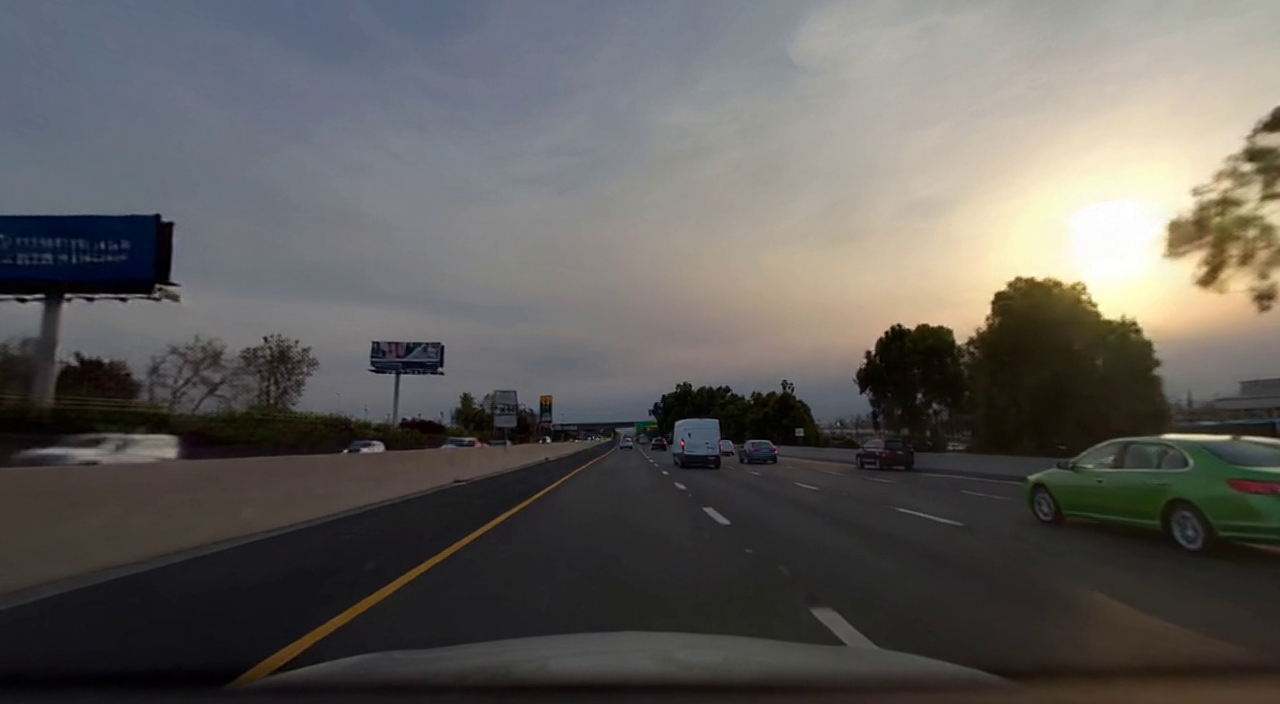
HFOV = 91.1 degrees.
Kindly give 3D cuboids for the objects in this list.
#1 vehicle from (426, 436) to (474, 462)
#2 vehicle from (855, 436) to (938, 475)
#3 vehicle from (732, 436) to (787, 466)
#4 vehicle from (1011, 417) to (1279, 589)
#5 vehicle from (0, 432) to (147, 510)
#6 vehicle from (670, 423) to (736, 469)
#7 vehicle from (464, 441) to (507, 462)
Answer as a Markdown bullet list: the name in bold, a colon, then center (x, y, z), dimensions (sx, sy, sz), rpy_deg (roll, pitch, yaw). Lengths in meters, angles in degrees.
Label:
- **vehicle**: center (-14.944, 7.662, 49.753), dimensions (2.188, 1.906, 5.116), rpy_deg (0, -8, 0)
- **vehicle**: center (10.679, 4.321, 26.415), dimensions (1.874, 1.496, 3.586), rpy_deg (0, -8, -2)
- **vehicle**: center (6.379, 5.335, 33.917), dimensions (2.099, 1.510, 3.784), rpy_deg (0, -8, -2)
- **vehicle**: center (6.688, 1.549, 7.001), dimensions (2.003, 1.517, 4.936), rpy_deg (0, -8, -1)
- **vehicle**: center (-16.286, 3.150, 16.994), dimensions (2.153, 1.835, 4.716), rpy_deg (-1, -8, -3)
- **vehicle**: center (3.038, 4.720, 31.655), dimensions (2.546, 2.087, 5.404), rpy_deg (0, -8, -2)
- **vehicle**: center (-10.987, 7.096, 44.928), dimensions (2.060, 1.452, 4.444), rpy_deg (0, -8, -1)
